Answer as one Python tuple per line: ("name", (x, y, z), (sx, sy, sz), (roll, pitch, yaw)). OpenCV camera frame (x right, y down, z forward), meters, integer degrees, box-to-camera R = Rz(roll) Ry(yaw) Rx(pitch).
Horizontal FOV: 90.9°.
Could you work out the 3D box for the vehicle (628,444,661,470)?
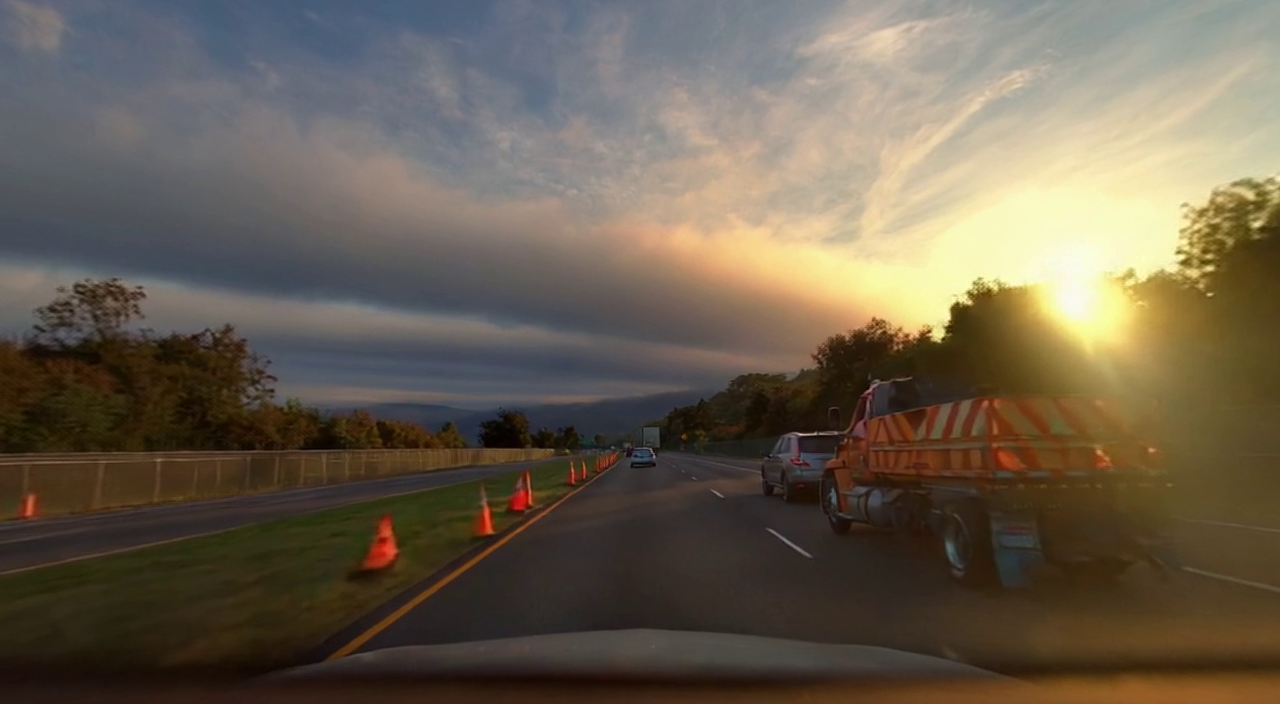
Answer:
("vehicle", (0.250, 6.902, 41.500), (2.065, 1.573, 3.734), (0, -9, -1))
